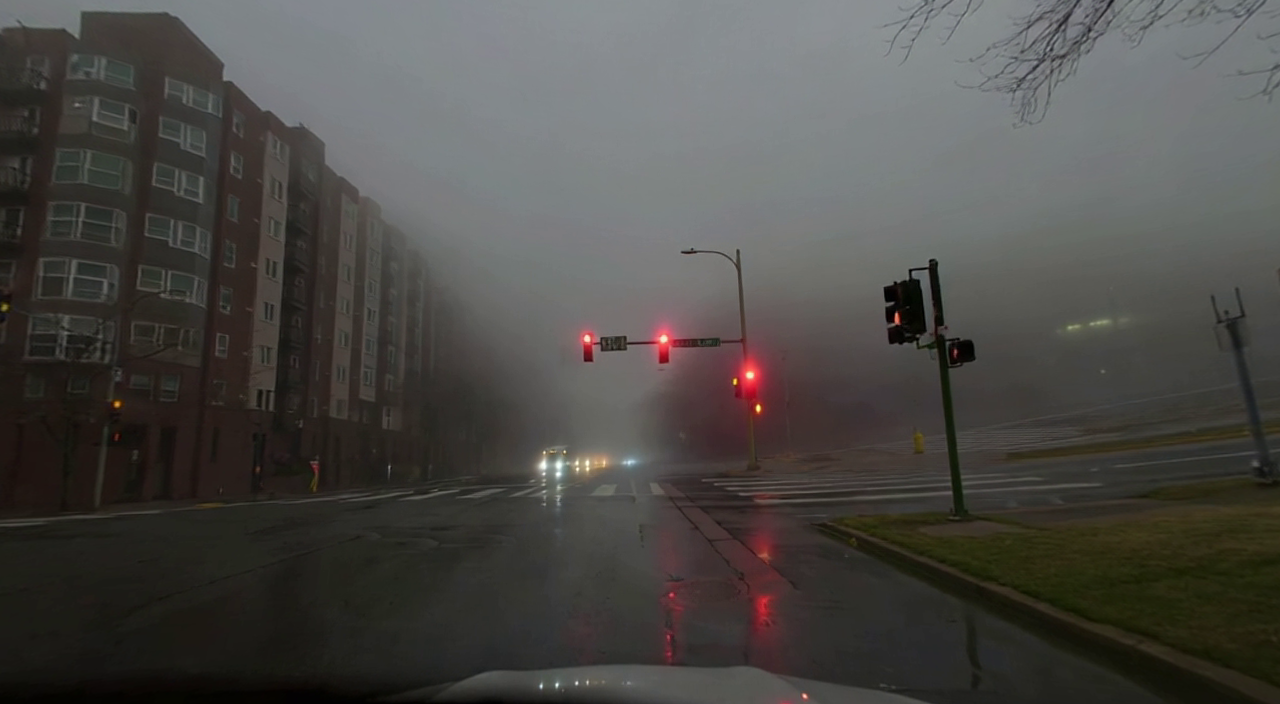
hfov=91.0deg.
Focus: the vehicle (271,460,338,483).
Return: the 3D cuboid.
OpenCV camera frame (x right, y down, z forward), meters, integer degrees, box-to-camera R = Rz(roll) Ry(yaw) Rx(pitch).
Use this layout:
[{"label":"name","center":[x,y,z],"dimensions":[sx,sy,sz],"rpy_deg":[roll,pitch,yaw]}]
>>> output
[{"label":"vehicle","center":[-24.620,8.770,46.297],"dimensions":[3.882,1.600,1.768],"rpy_deg":[0,-9,1]}]
